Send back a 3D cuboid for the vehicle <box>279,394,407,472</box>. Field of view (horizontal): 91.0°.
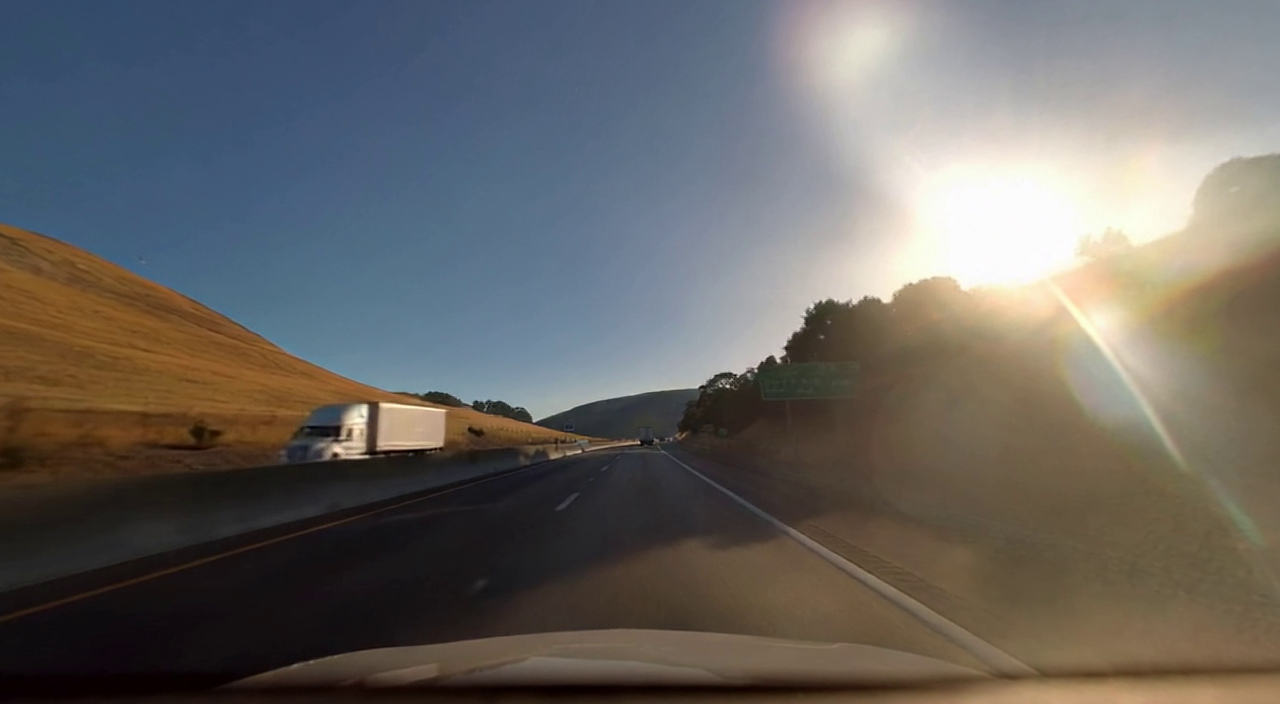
[{"bbox_3d":[-17.766,5.041,38.771,2.929,4.024,9.958,-3,-8,1],"label":"vehicle"}]
